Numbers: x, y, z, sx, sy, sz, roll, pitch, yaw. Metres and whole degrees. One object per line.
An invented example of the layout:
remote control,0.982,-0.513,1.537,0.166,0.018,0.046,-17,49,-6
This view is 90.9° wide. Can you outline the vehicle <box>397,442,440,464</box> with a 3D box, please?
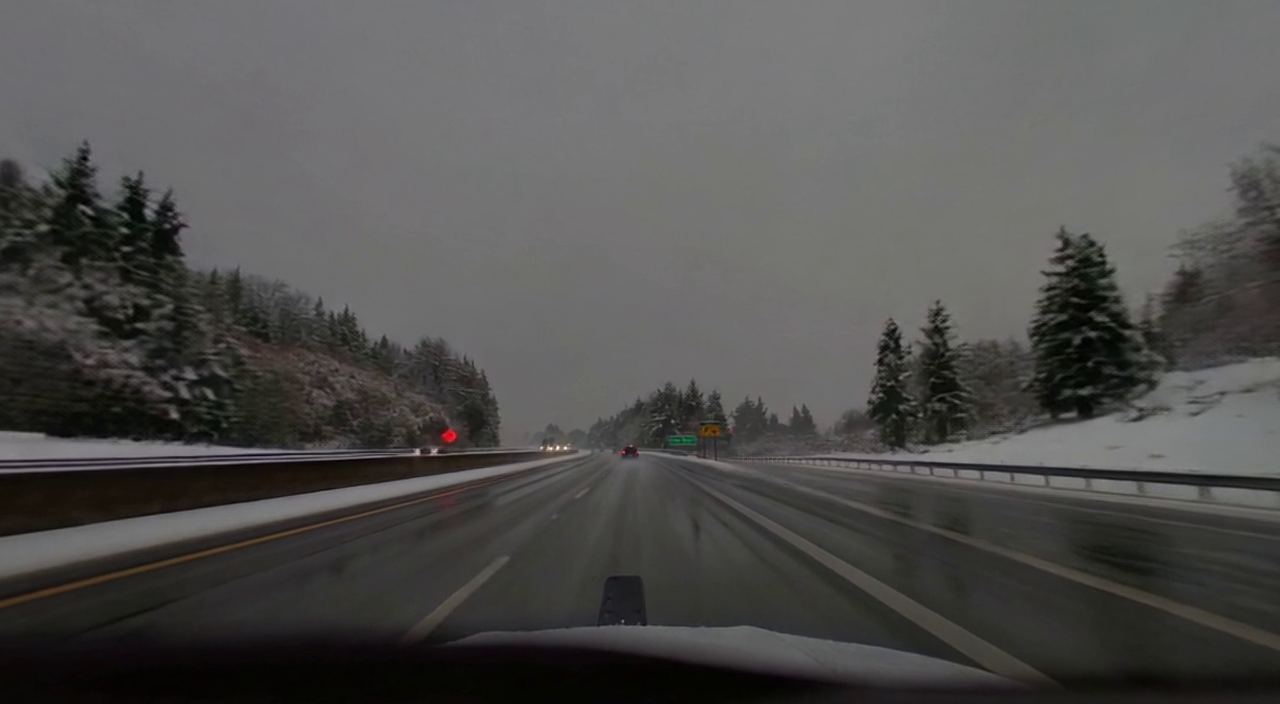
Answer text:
vehicle,-15.213,6.963,43.496,1.736,1.432,3.567,0,-9,-2
